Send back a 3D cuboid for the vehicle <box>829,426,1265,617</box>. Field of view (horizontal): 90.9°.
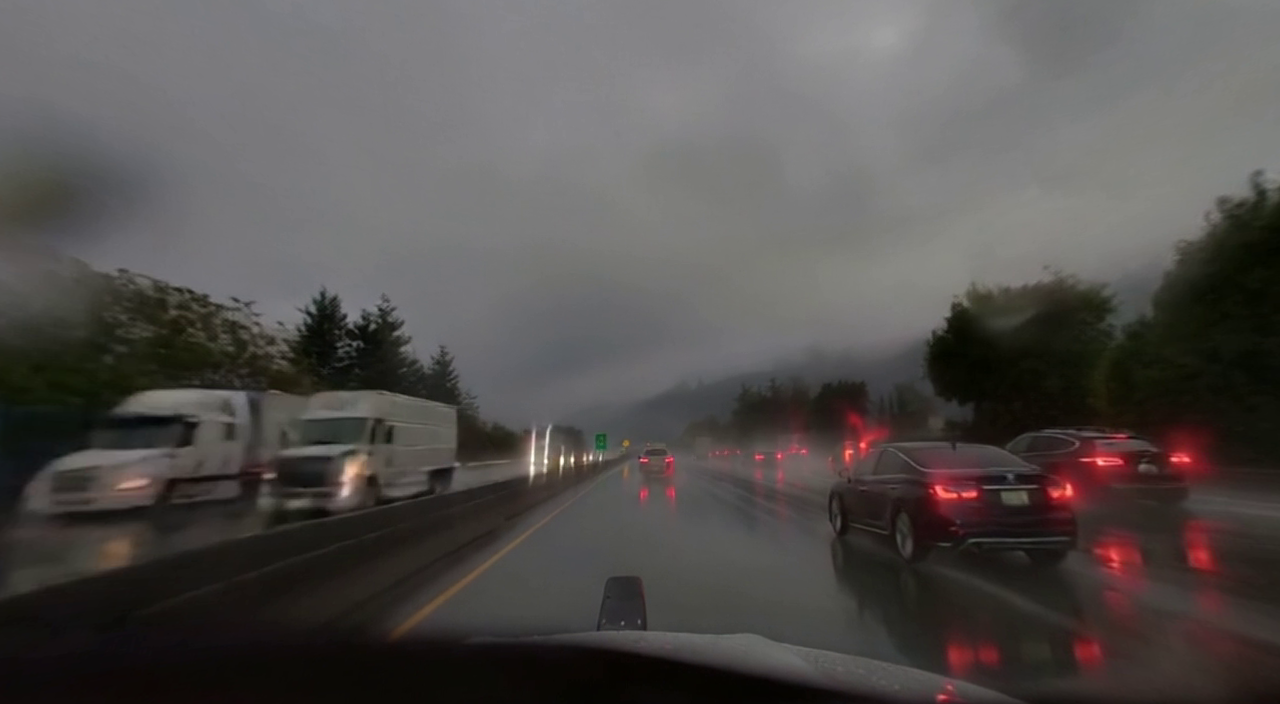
[{"bbox_3d":[3.854,1.664,7.154,2.029,1.475,4.279,0,-9,-1],"label":"vehicle"}]

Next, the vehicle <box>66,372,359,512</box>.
[{"bbox_3d":[-15.062,3.511,24.295,2.945,4.037,11.797,0,-9,0],"label":"vehicle"}]

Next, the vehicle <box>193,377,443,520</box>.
[{"bbox_3d":[-7.828,2.564,16.840,2.687,2.948,7.422,0,-9,0],"label":"vehicle"}]

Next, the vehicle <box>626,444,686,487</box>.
[{"bbox_3d":[0.585,4.422,24.839,2.177,1.520,4.278,0,-9,0],"label":"vehicle"}]
